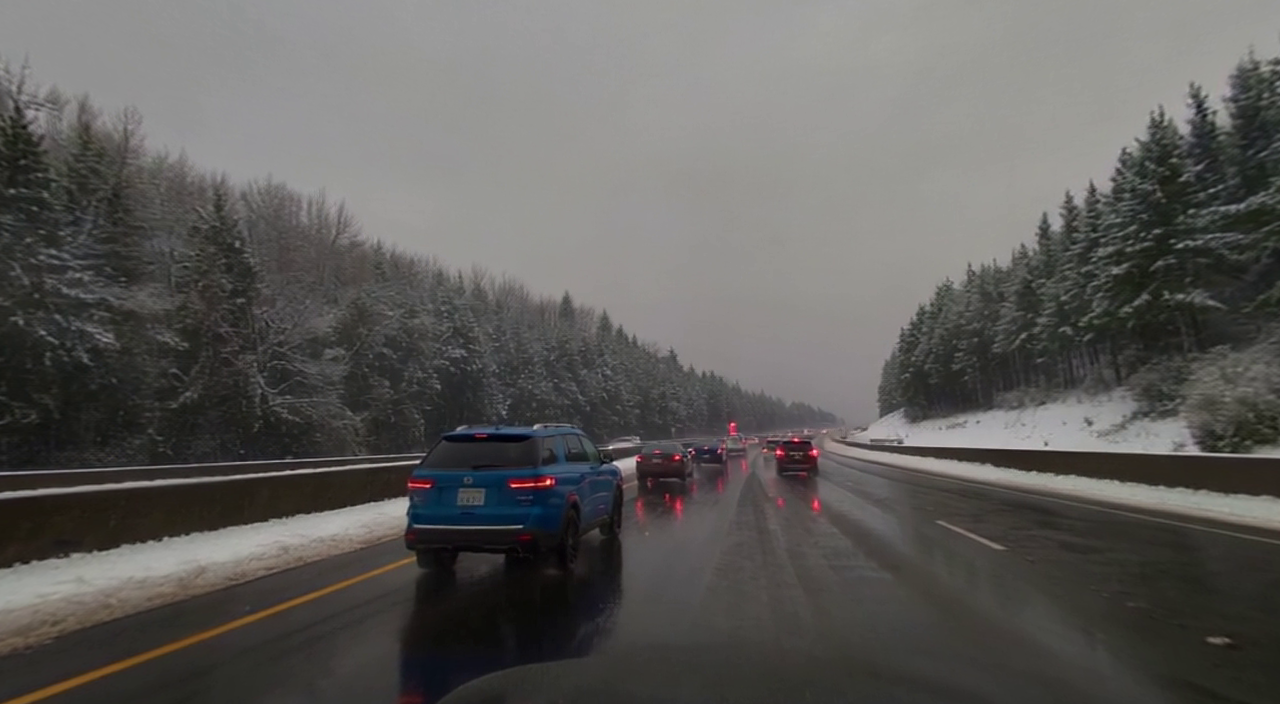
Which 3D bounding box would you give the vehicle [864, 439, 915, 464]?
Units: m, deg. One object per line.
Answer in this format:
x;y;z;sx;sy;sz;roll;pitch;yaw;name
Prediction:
15.894;6.317;40.268;1.990;1.478;4.475;-1;-8;8;vehicle

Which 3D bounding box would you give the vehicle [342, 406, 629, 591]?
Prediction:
-1.477;1.621;7.853;2.021;1.635;4.085;-1;-8;9;vehicle

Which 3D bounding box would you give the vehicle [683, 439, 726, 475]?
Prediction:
2.873;4.572;27.717;1.755;1.457;3.686;-1;-8;7;vehicle

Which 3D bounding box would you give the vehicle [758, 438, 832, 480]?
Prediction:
5.802;4.037;24.158;1.962;1.442;4.536;-1;-8;4;vehicle

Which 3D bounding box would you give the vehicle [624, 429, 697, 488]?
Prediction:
0.737;3.336;19.974;2.017;1.662;3.543;-1;-8;7;vehicle
